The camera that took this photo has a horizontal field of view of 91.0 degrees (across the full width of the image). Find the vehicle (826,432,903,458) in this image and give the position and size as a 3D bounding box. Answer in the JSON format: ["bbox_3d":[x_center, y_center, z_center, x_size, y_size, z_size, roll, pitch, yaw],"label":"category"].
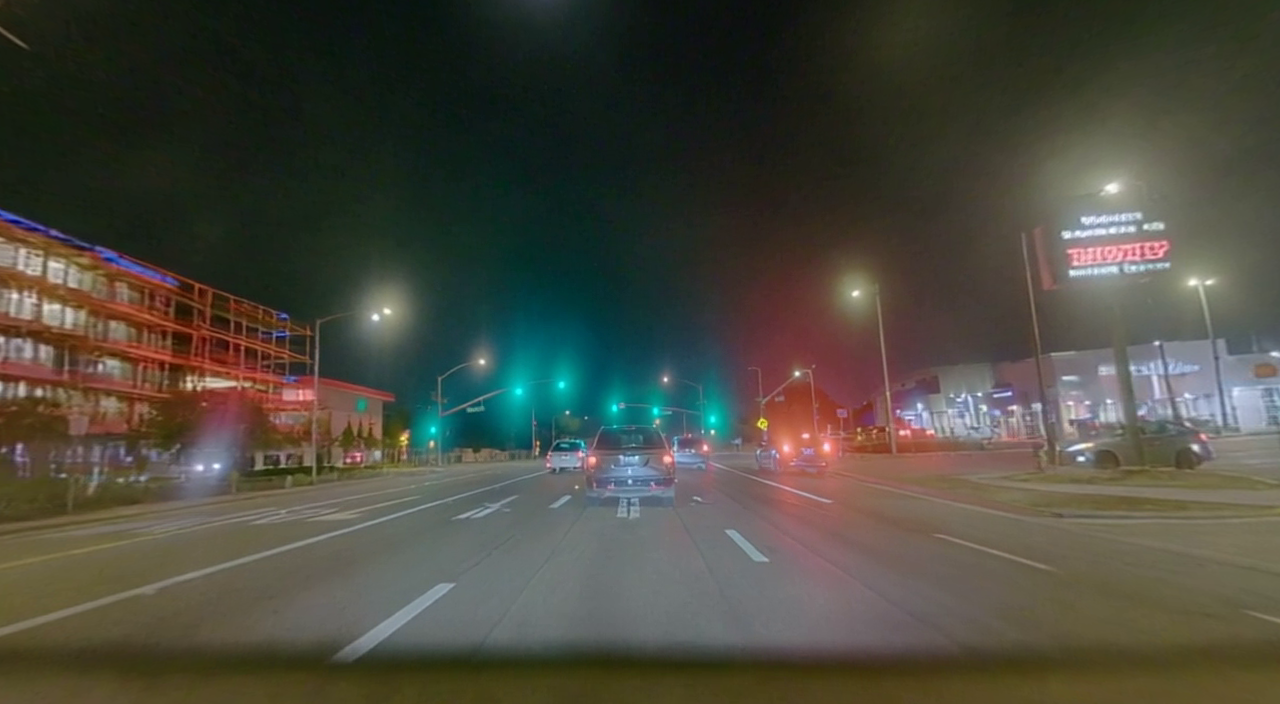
[{"bbox_3d":[13.573,5.596,37.990,4.267,1.503,2.145,5,-10,-32],"label":"vehicle"}]

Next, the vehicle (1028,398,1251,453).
[{"bbox_3d":[14.821,2.303,19.106,4.986,1.467,2.025,-6,-10,34],"label":"vehicle"}]

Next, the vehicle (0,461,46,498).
[{"bbox_3d":[-33.415,6.732,33.469,4.692,1.720,1.941,-7,-11,40],"label":"vehicle"}]

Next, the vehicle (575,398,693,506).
[{"bbox_3d":[-0.264,2.422,15.514,2.350,2.122,5.801,0,-8,-3],"label":"vehicle"}]
